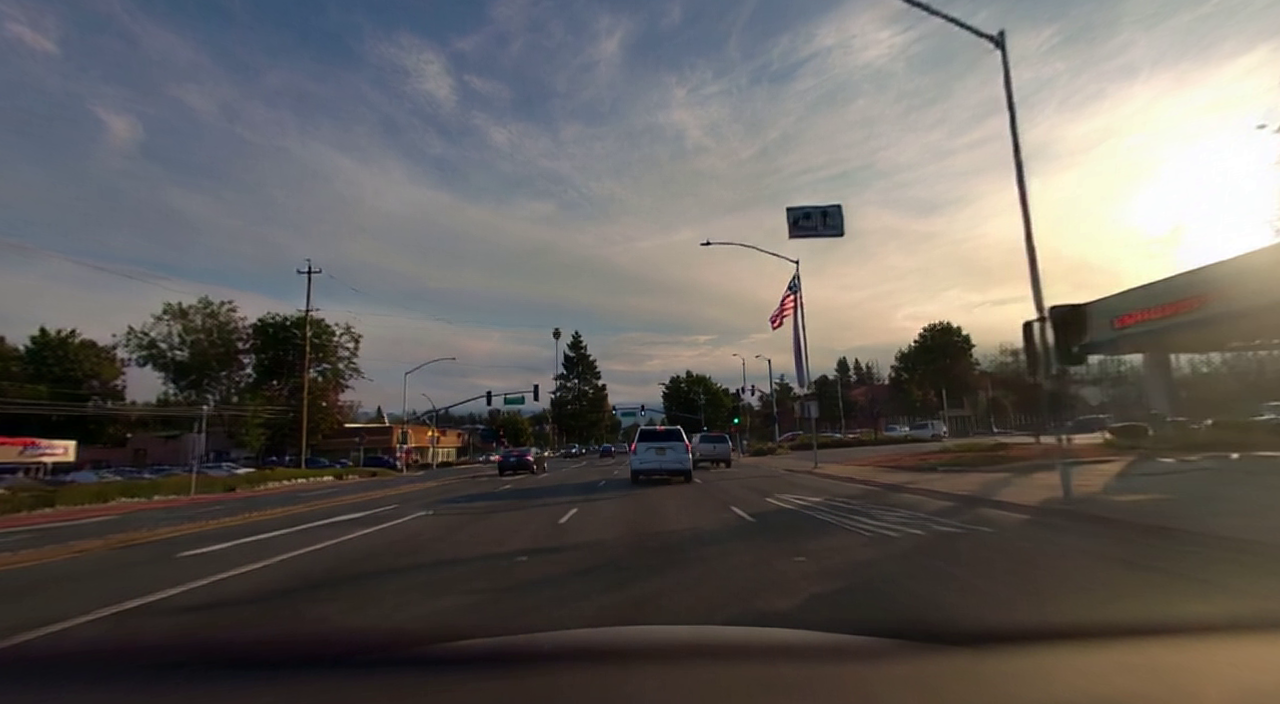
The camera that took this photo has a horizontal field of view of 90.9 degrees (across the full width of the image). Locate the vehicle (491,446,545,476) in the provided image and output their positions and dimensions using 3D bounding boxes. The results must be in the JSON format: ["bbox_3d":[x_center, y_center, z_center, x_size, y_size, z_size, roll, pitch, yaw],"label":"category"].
[{"bbox_3d":[-6.542,5.875,34.332,1.966,1.461,4.422,0,-8,1],"label":"vehicle"}]

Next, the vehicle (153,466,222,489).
[{"bbox_3d":[-33.306,9.239,46.442,4.542,1.475,1.903,-4,-9,22],"label":"vehicle"}]

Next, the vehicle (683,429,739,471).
[{"bbox_3d":[3.910,5.576,36.102,2.452,2.148,5.877,0,-8,-1],"label":"vehicle"}]

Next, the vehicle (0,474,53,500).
[{"bbox_3d":[-41.026,8.721,40.714,1.792,1.450,4.553,0,-8,2],"label":"vehicle"}]

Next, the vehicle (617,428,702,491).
[{"bbox_3d":[0.555,3.554,21.267,2.513,1.854,5.235,0,-8,-1],"label":"vehicle"}]
